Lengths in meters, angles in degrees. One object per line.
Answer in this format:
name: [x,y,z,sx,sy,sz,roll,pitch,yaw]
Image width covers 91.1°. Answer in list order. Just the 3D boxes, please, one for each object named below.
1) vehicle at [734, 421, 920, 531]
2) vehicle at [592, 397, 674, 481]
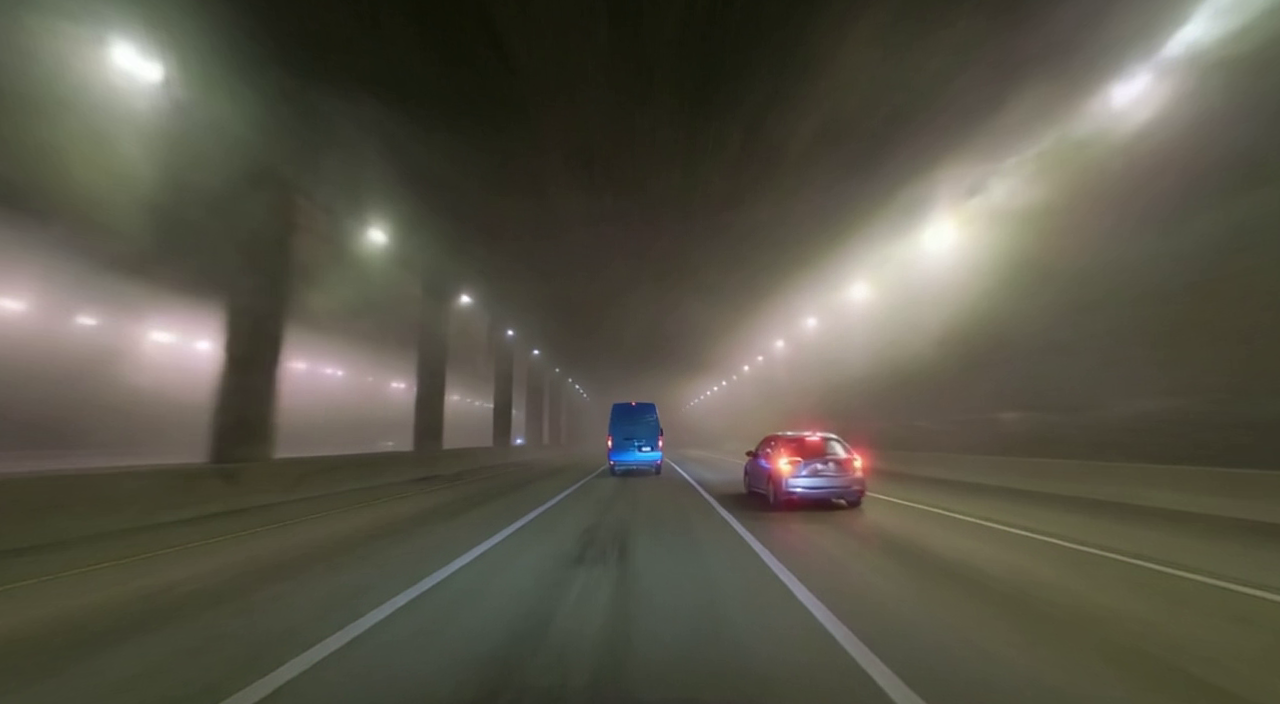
vehicle: [3.002,2.070,11.139,2.095,1.553,4.069,0,-8,1]
vehicle: [-0.146,2.923,21.208,2.404,2.459,5.229,-1,-8,1]
